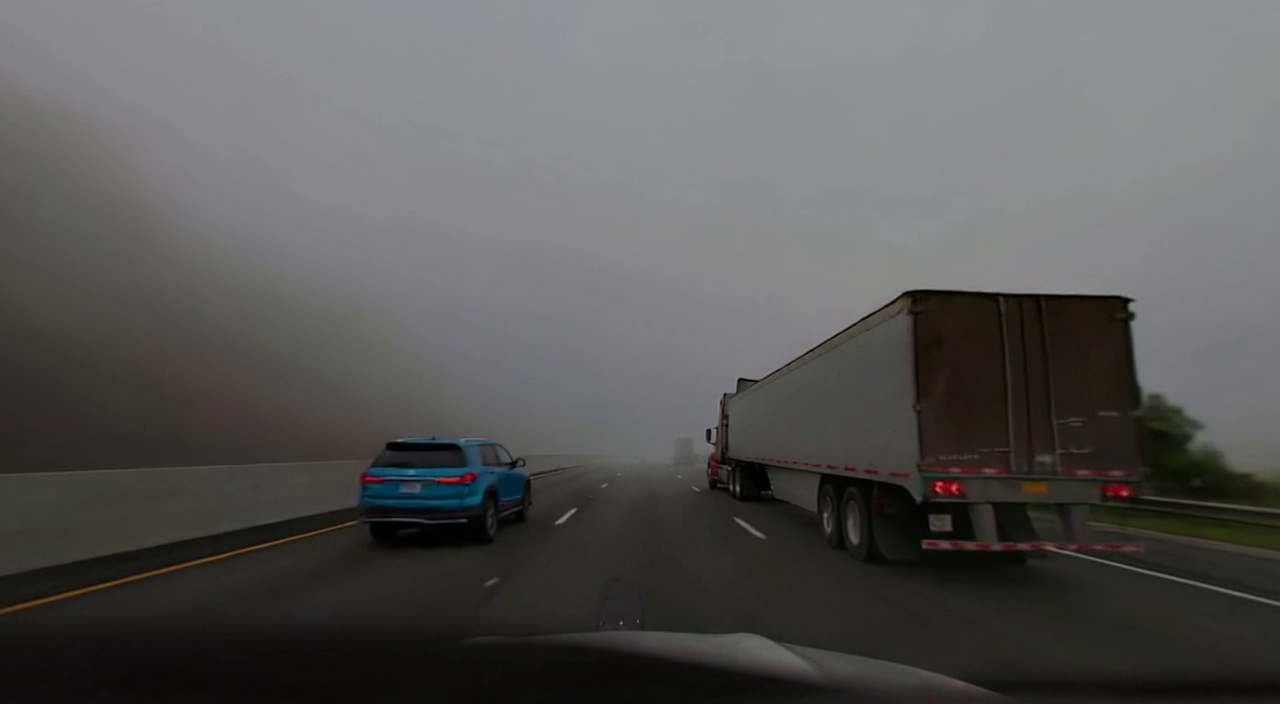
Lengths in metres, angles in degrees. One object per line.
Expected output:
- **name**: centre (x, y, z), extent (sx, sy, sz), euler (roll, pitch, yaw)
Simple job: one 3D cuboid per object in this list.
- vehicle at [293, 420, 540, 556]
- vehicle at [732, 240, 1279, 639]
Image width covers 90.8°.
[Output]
- **vehicle**: centre (-3.161, 2.054, 10.168), extent (2.297, 1.683, 4.385), euler (0, -9, 1)
- **vehicle**: centre (4.316, 1.773, 12.416), extent (2.868, 3.427, 14.032), euler (0, -9, 0)
